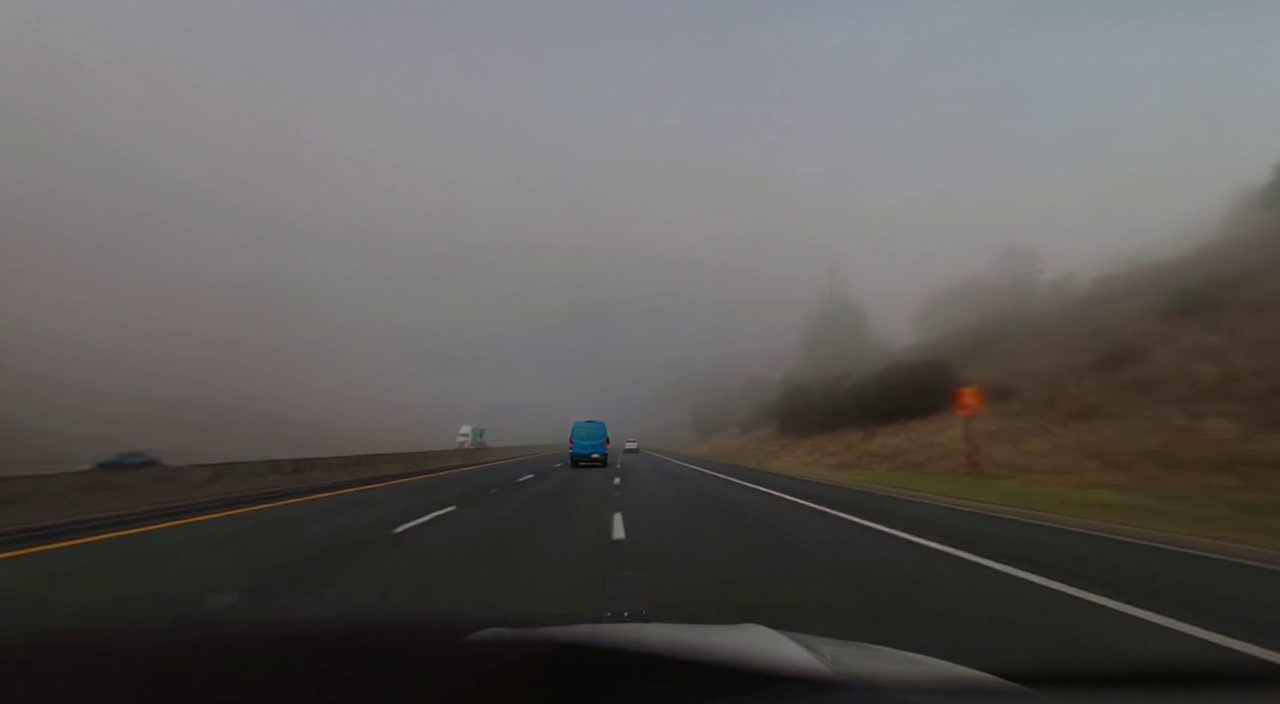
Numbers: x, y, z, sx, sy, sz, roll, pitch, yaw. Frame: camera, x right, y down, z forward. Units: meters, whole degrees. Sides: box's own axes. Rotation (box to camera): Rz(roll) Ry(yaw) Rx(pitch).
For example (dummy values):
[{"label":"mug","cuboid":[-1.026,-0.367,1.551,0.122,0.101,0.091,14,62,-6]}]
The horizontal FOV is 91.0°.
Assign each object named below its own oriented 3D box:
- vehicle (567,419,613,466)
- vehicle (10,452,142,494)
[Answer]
[{"label":"vehicle","cuboid":[-2.797,5.258,36.468,2.329,2.483,5.428,0,-8,-2]},{"label":"vehicle","cuboid":[-22.042,4.708,24.818,1.734,1.462,3.838,0,-8,-3]}]
